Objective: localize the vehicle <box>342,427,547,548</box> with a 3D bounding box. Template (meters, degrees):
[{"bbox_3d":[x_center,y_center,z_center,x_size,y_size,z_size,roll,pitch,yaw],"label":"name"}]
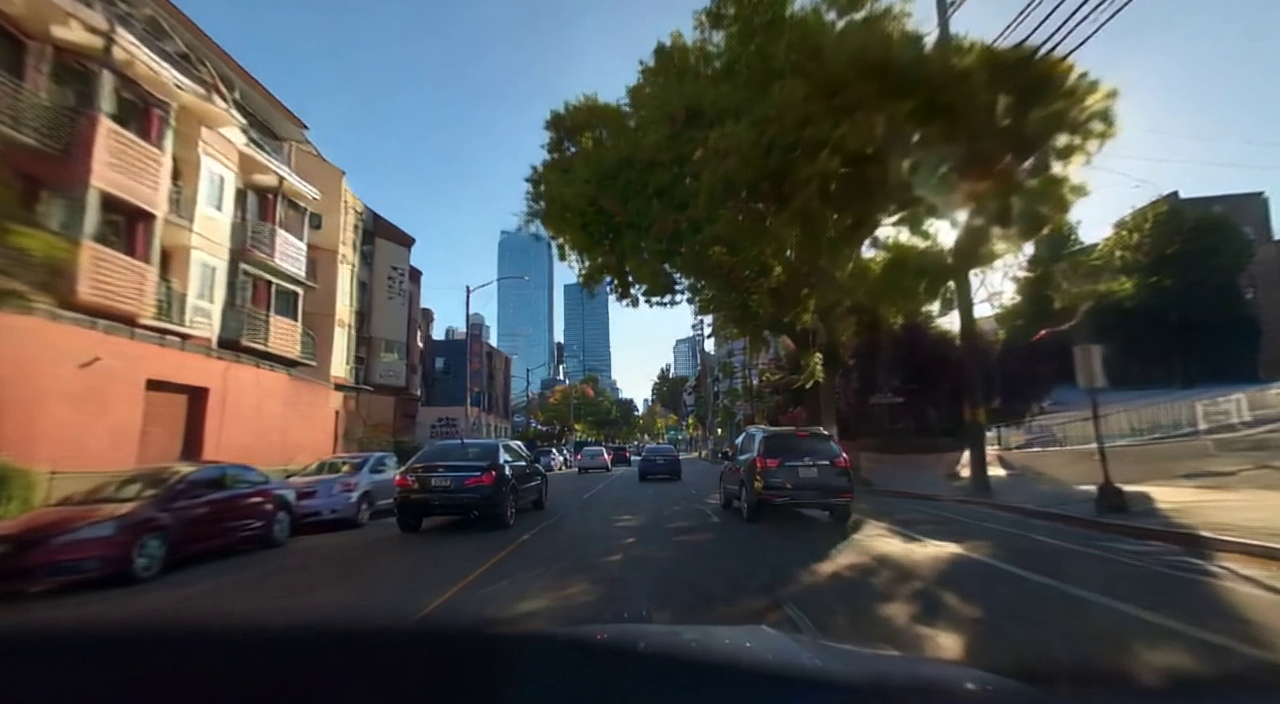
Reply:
[{"bbox_3d":[-2.968,2.143,10.641,2.085,1.619,3.976,-1,-8,1],"label":"vehicle"}]

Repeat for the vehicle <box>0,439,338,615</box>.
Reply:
[{"bbox_3d":[-5.821,1.843,7.736,1.886,1.494,4.496,-1,-8,2],"label":"vehicle"}]

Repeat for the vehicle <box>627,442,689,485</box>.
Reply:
[{"bbox_3d":[0.657,4.186,24.138,2.139,1.466,4.373,0,-8,1],"label":"vehicle"}]

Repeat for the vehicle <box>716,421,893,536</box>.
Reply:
[{"bbox_3d":[2.749,2.226,11.747,2.094,1.709,4.394,0,-8,0],"label":"vehicle"}]

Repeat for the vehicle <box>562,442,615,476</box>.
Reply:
[{"bbox_3d":[-2.383,5.113,30.438,2.019,1.507,4.643,-1,-8,2],"label":"vehicle"}]
